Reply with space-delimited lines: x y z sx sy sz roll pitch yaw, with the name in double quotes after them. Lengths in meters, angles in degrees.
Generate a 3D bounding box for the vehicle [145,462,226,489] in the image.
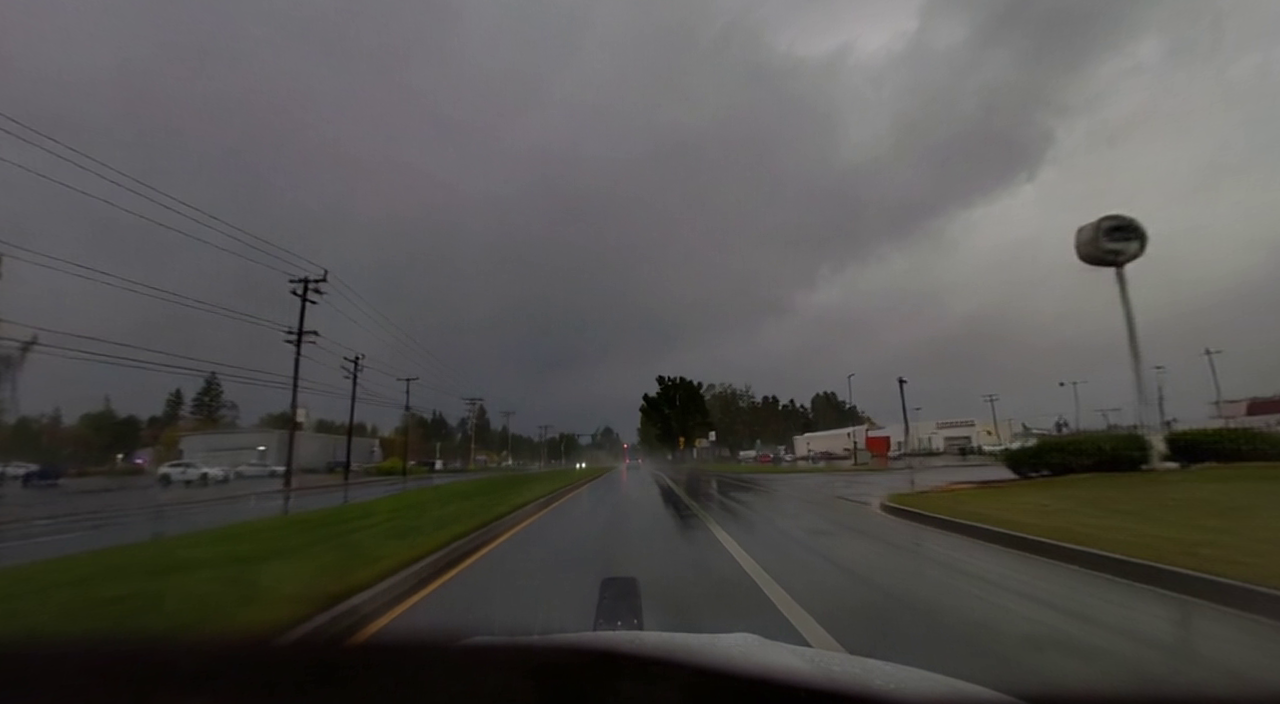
-27.750 7.505 38.819 1.808 1.441 4.386 0 -9 -1 "vehicle"

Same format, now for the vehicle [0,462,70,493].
-37.512 7.544 38.322 1.903 1.674 4.493 0 -9 -3 "vehicle"
